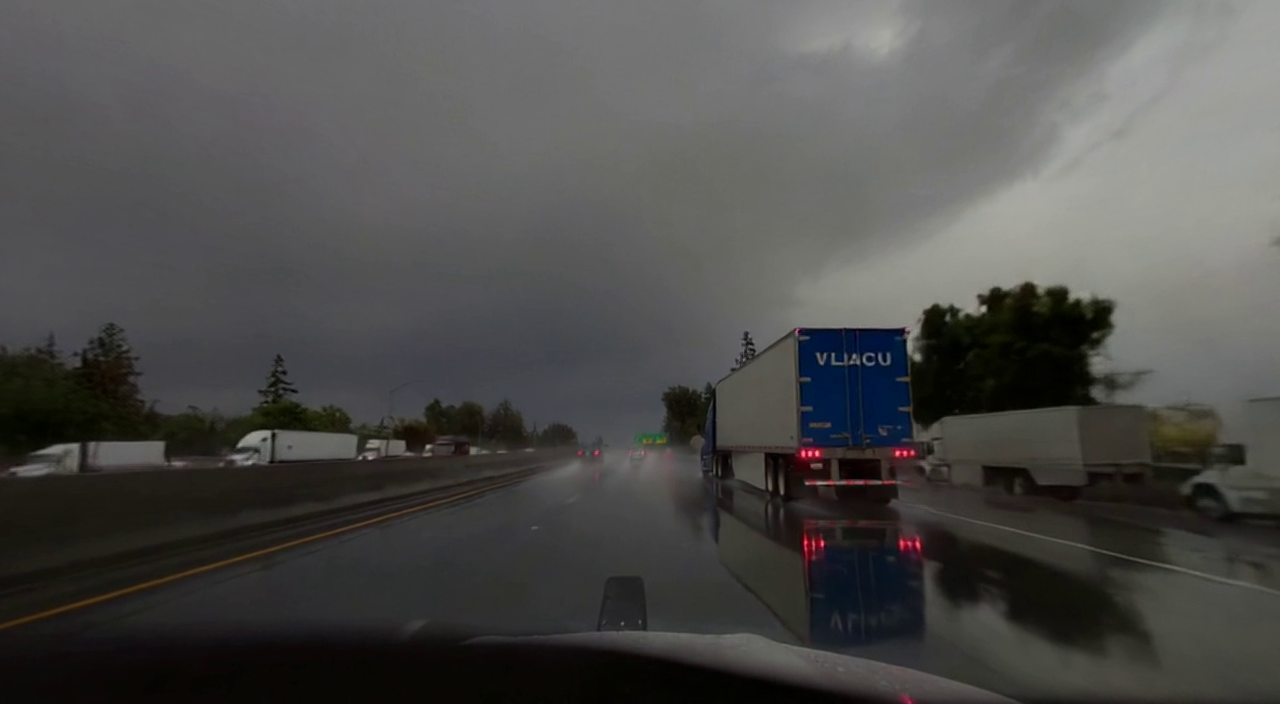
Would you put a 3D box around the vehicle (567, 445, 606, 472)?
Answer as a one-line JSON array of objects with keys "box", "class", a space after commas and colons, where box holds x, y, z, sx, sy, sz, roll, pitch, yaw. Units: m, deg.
[{"box": [-3.345, 6.733, 40.061, 2.107, 1.626, 4.804, 0, -9, 0], "class": "vehicle"}]

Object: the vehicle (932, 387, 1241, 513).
[{"box": [17.872, 4.282, 27.811, 2.856, 4.064, 14.685, 0, -9, 0], "class": "vehicle"}]

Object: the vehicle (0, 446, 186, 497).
[{"box": [-31.144, 6.743, 36.436, 2.721, 2.441, 9.568, 2, -9, -1], "class": "vehicle"}]

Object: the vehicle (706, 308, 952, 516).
[{"box": [4.393, 2.202, 19.428, 2.847, 4.075, 14.244, 0, -9, -1], "class": "vehicle"}]
